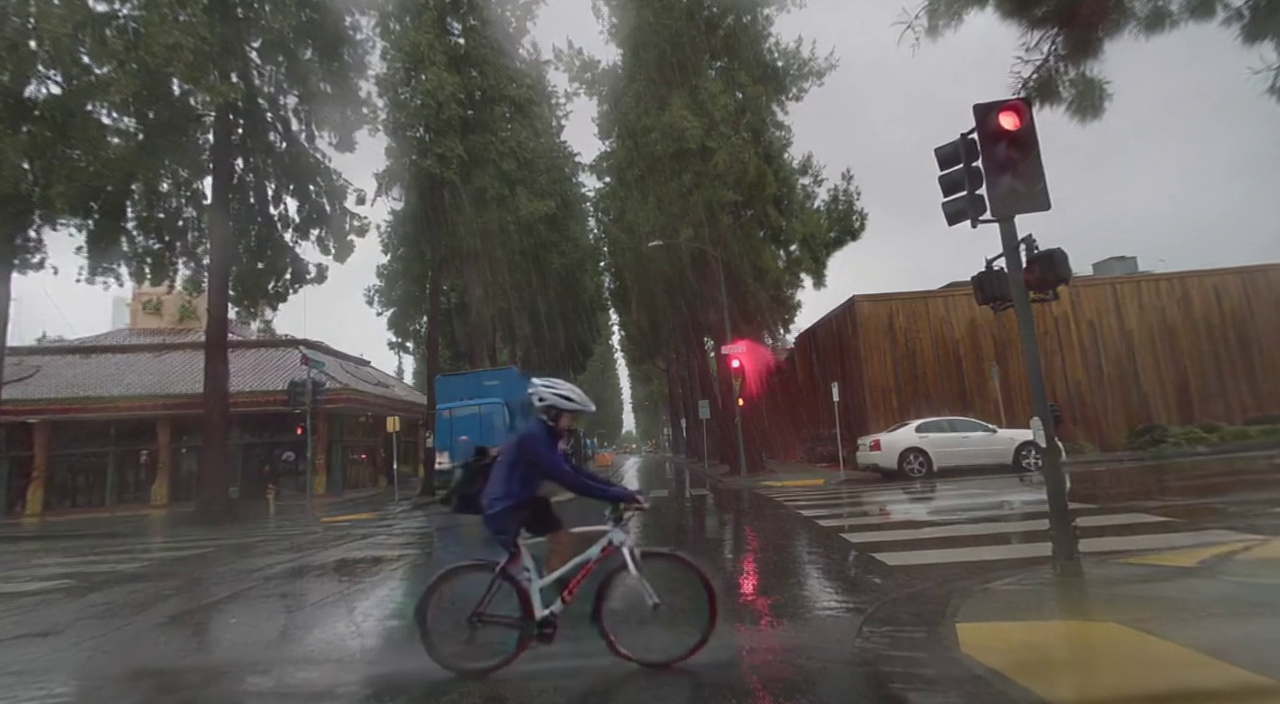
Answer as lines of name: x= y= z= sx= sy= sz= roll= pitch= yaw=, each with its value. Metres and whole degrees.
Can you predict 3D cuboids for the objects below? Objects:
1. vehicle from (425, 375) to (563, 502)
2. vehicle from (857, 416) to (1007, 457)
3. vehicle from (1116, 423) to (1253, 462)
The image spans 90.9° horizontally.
vehicle: x=-5.734 y=3.711 z=27.031 sx=3.113 sy=4.041 sz=10.284 roll=-7 pitch=-8 yaw=0
vehicle: x=10.696 y=3.141 z=23.420 sx=4.643 sy=1.456 sz=1.820 roll=-1 pitch=-8 yaw=5
vehicle: x=24.946 y=4.161 z=29.029 sx=4.268 sy=1.695 sz=2.053 roll=0 pitch=-8 yaw=3
